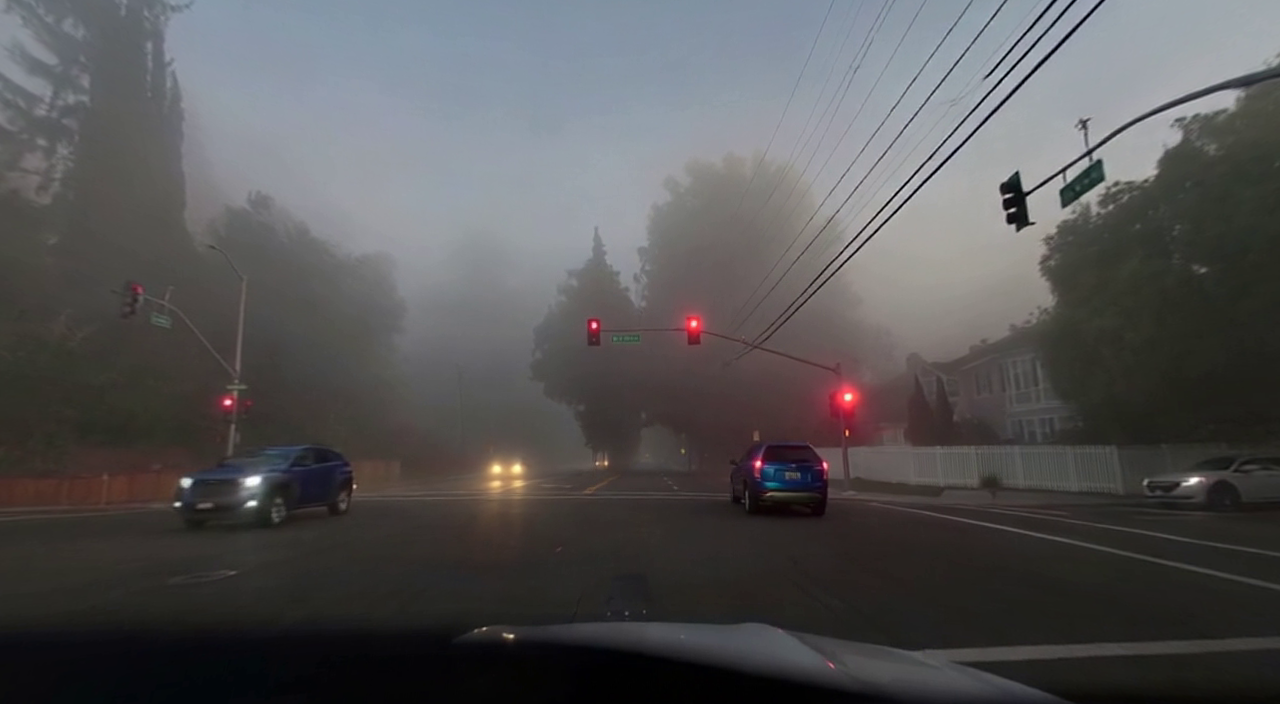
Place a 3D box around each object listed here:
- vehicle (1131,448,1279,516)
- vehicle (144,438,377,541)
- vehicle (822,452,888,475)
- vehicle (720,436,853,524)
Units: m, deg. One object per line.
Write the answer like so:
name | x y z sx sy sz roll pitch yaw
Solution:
vehicle | 16.127 3.344 16.530 4.596 1.637 2.172 0 -9 0
vehicle | -7.224 2.624 12.679 1.981 1.689 4.233 0 -9 1
vehicle | 15.586 8.099 45.857 4.135 1.558 1.929 0 -8 3
vehicle | 3.437 3.101 15.920 2.144 1.843 4.827 0 -9 0
